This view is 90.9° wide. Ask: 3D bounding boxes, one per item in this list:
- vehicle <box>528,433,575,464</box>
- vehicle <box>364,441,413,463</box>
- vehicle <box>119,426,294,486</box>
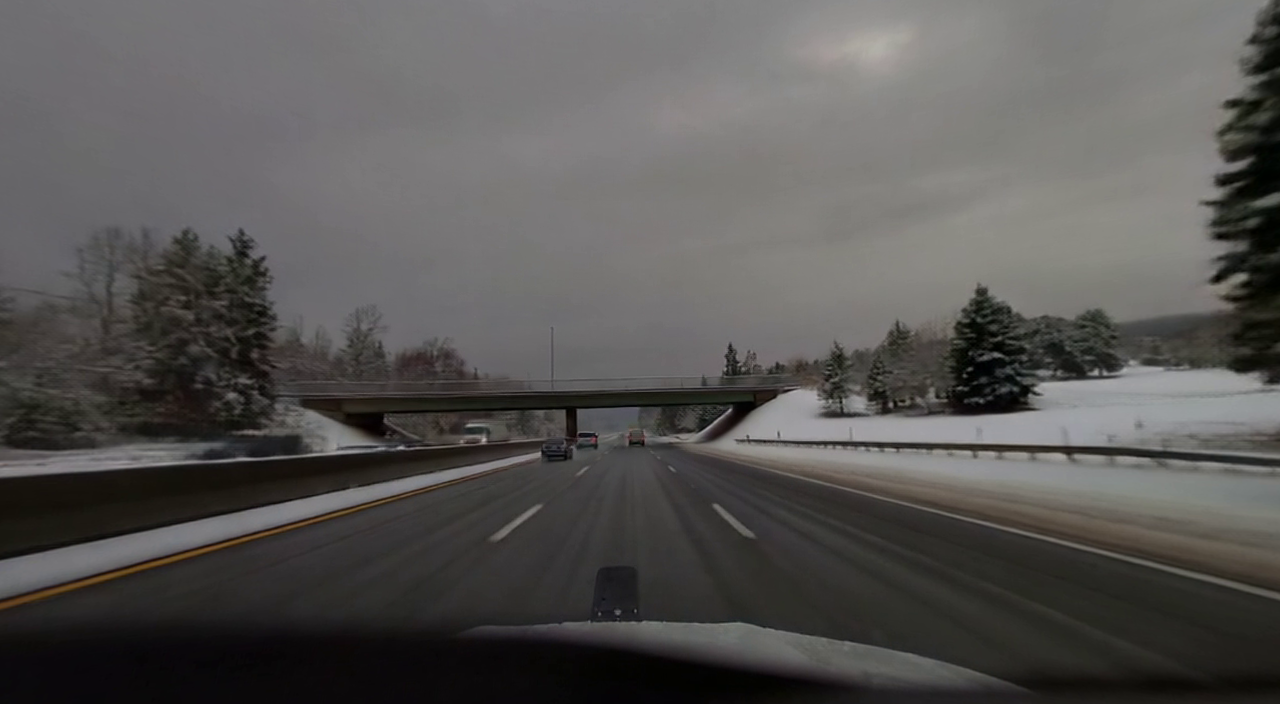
[{"bbox_3d":[-4.478,4.947,32.405,1.933,1.473,4.023,0,-8,-1],"label":"vehicle"},{"bbox_3d":[-17.788,7.074,44.768,1.752,1.452,4.406,0,-8,-1],"label":"vehicle"},{"bbox_3d":[-12.968,3.118,19.347,1.994,1.594,4.817,0,-8,-1],"label":"vehicle"}]
